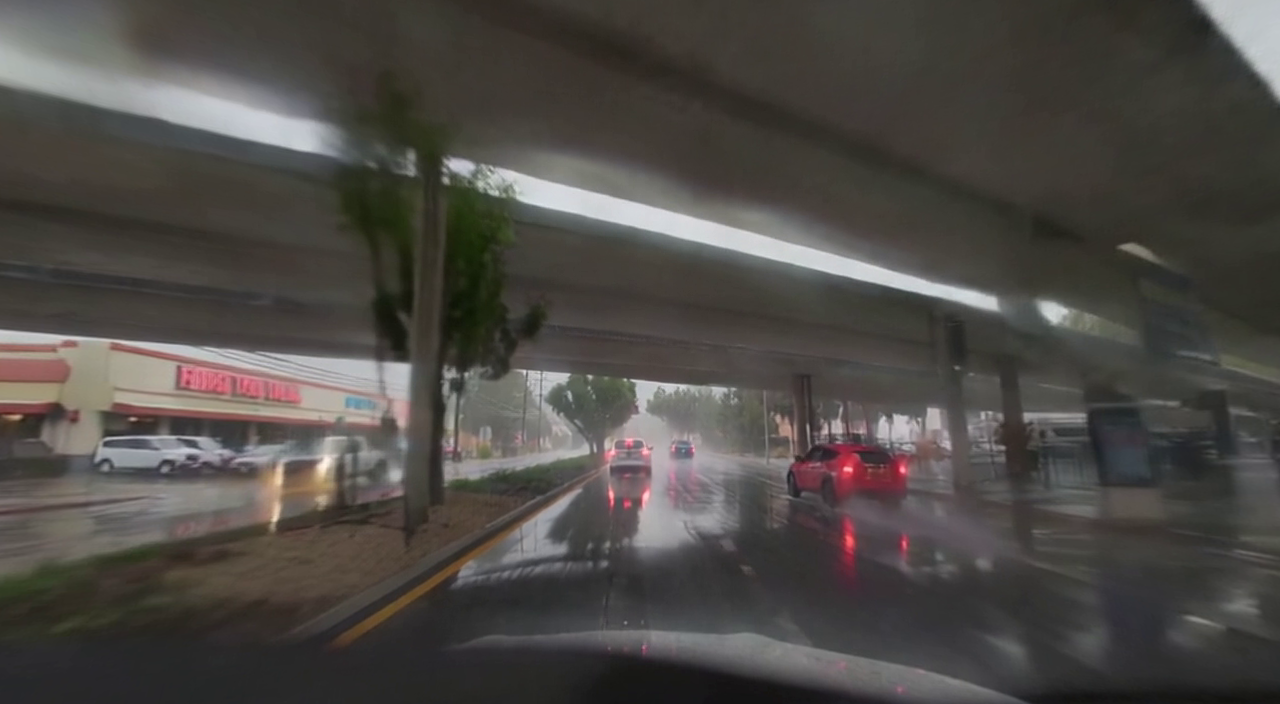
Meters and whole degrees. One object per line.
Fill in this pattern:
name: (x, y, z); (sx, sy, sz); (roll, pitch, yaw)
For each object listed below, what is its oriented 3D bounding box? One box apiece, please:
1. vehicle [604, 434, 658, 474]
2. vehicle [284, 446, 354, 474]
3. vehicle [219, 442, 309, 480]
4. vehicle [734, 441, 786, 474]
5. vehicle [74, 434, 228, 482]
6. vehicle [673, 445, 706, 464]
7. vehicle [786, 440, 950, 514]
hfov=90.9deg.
vehicle: (-0.401, 4.994, 31.070); (2.441, 1.813, 4.581); (0, -8, 0)
vehicle: (-19.382, 6.520, 38.296); (1.913, 1.612, 4.505); (0, -8, 0)
vehicle: (-19.712, 5.701, 33.294); (1.989, 1.820, 4.427); (0, -8, -1)
vehicle: (6.528, 5.782, 34.732); (1.974, 1.663, 4.299); (0, -8, -1)
vehicle: (-25.341, 5.518, 33.280); (2.510, 2.180, 7.492); (0, -9, -4)
vehicle: (3.705, 7.815, 48.269); (2.126, 1.375, 4.241); (0, -8, -1)
vehicle: (5.183, 2.886, 15.160); (1.954, 1.479, 4.557); (1, -8, -4)
